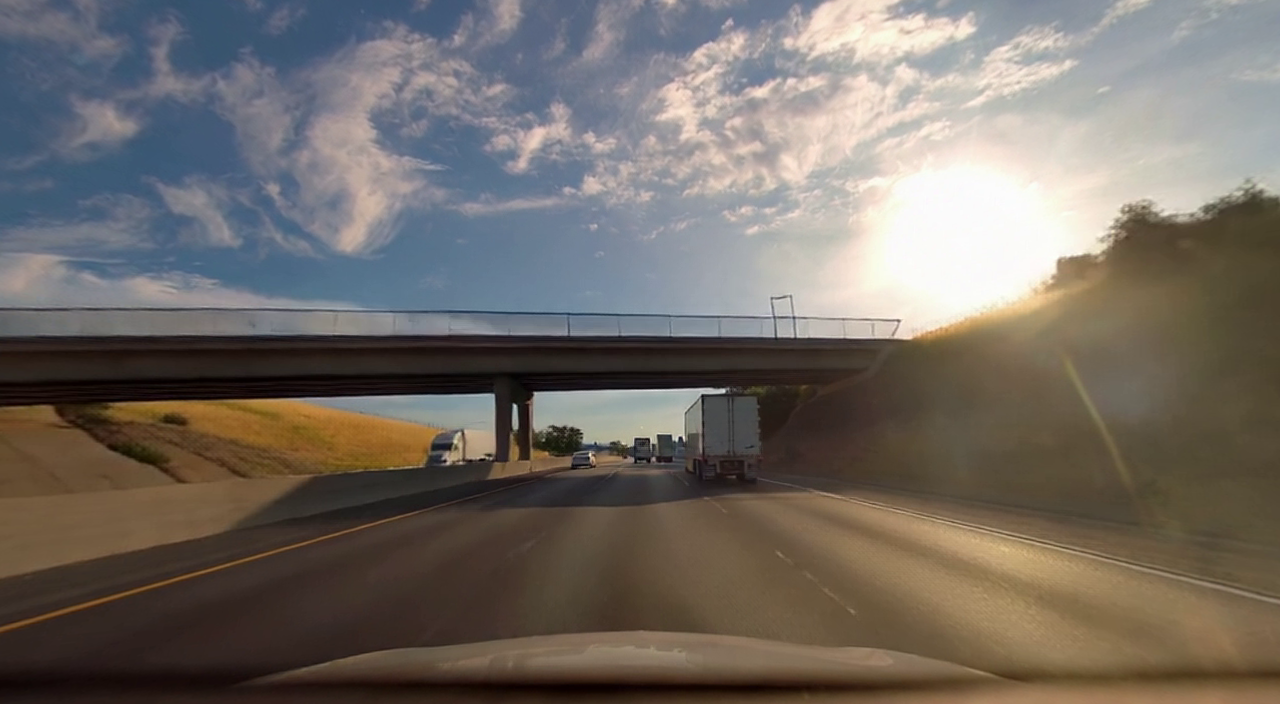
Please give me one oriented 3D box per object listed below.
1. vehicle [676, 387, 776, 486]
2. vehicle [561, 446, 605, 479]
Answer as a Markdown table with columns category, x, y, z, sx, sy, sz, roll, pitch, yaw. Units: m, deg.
| category | x | y | z | sx | sy | sz | roll | pitch | yaw |
| --- | --- | --- | --- | --- | --- | --- | --- | --- | --- |
| vehicle | 4.021 | 4.748 | 34.384 | 3.131 | 4.037 | 16.729 | 0 | -9 | 0 |
| vehicle | -3.038 | 5.982 | 34.340 | 2.007 | 1.647 | 3.854 | 0 | -9 | 1 |
